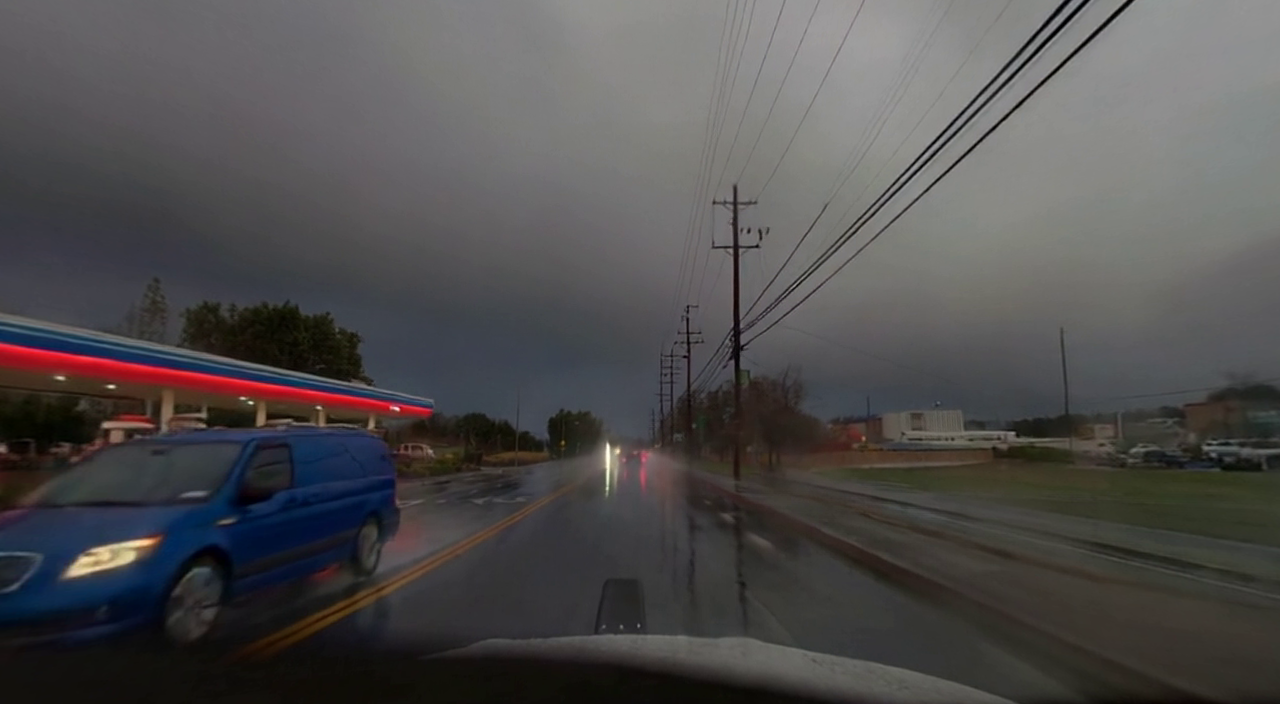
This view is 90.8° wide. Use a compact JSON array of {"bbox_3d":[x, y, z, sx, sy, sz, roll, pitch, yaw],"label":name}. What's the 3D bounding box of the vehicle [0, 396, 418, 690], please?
[{"bbox_3d":[-4.313,1.566,6.492,2.274,1.844,4.843,0,-8,0],"label":"vehicle"}]
